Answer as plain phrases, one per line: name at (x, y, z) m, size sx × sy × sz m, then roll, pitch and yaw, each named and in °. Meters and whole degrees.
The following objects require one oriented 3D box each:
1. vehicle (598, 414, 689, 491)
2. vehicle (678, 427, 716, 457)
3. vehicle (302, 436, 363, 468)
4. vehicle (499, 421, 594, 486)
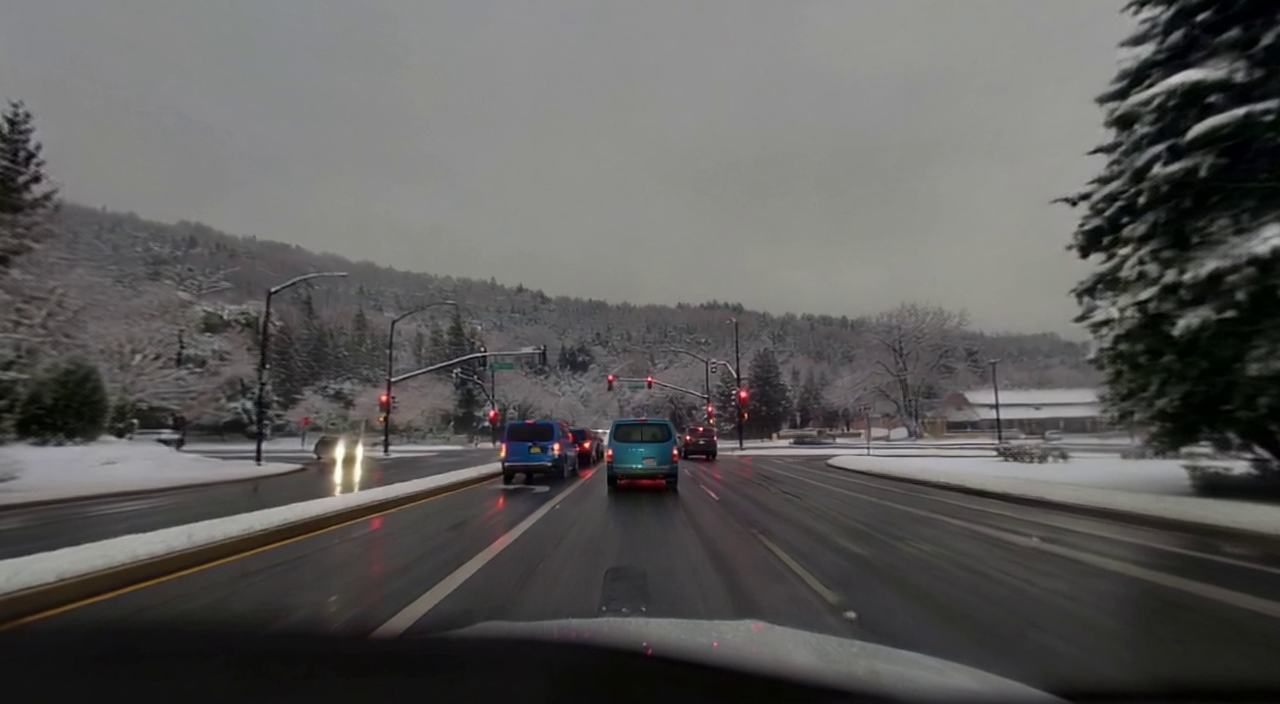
vehicle at (0.154, 2.724, 17.336) m, size 2.185 × 1.822 × 4.391 m, roll 0°, pitch -8°, yaw 2°
vehicle at (3.239, 5.231, 36.521) m, size 1.817 × 1.662 × 3.843 m, roll 0°, pitch -8°, yaw -1°
vehicle at (-18.169, 5.886, 37.164) m, size 2.053 × 1.754 × 4.717 m, roll 7°, pitch -11°, yaw -39°
vehicle at (-2.776, 3.153, 19.812) m, size 2.131 × 1.783 × 4.540 m, roll -1°, pitch -8°, yaw 2°
